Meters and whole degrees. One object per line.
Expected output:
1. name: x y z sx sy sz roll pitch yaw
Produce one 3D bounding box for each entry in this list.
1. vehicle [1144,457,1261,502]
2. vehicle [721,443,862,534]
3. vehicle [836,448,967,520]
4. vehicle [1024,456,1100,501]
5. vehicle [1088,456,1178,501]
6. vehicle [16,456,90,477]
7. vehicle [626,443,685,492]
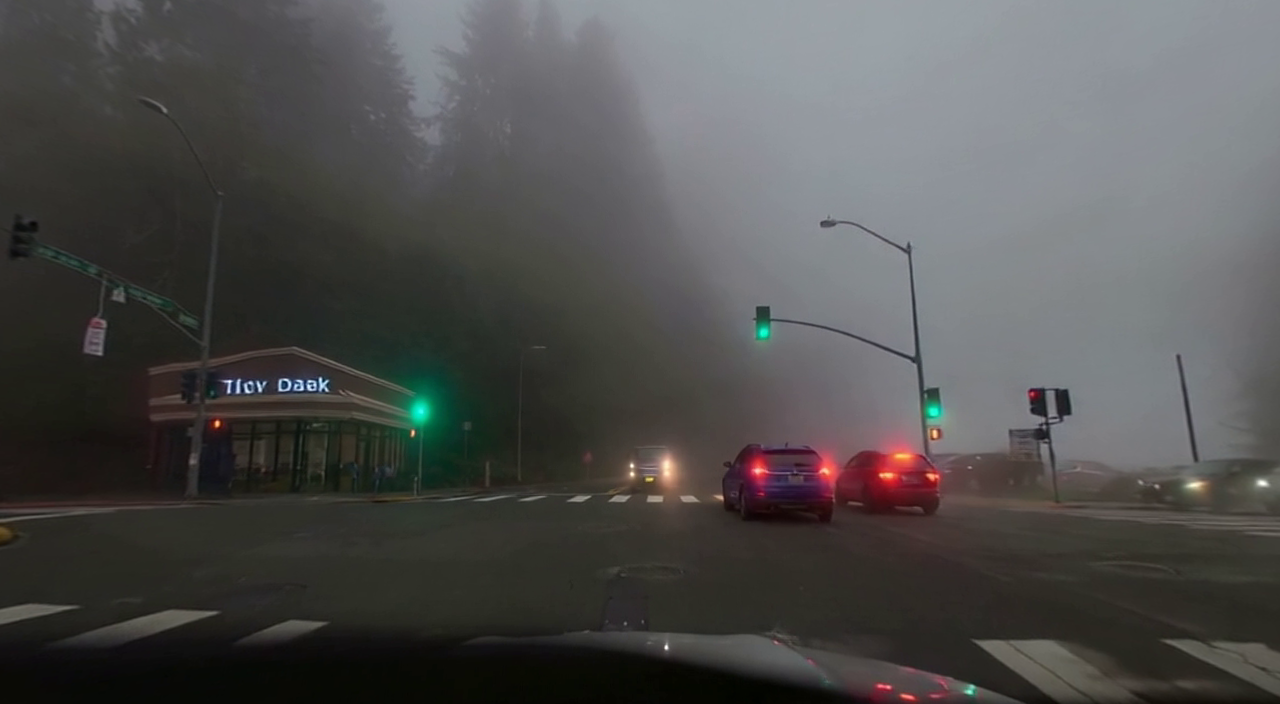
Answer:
1. vehicle: 21.500 4.834 24.330 2.066 1.488 4.158 -4 -9 24
2. vehicle: 3.229 2.988 14.583 2.048 1.725 4.754 0 -8 0
3. vehicle: 6.855 3.446 17.034 1.792 1.682 4.089 0 -8 1
4. vehicle: 16.826 4.997 25.314 1.875 1.543 3.853 -4 -9 25
5. vehicle: 19.212 4.888 24.738 1.791 1.520 3.649 -4 -9 23
6. vehicle: -41.639 8.108 44.772 3.391 1.379 1.562 4 -9 -26
7. vehicle: 0.635 5.099 28.256 2.390 1.948 5.344 0 -8 0
